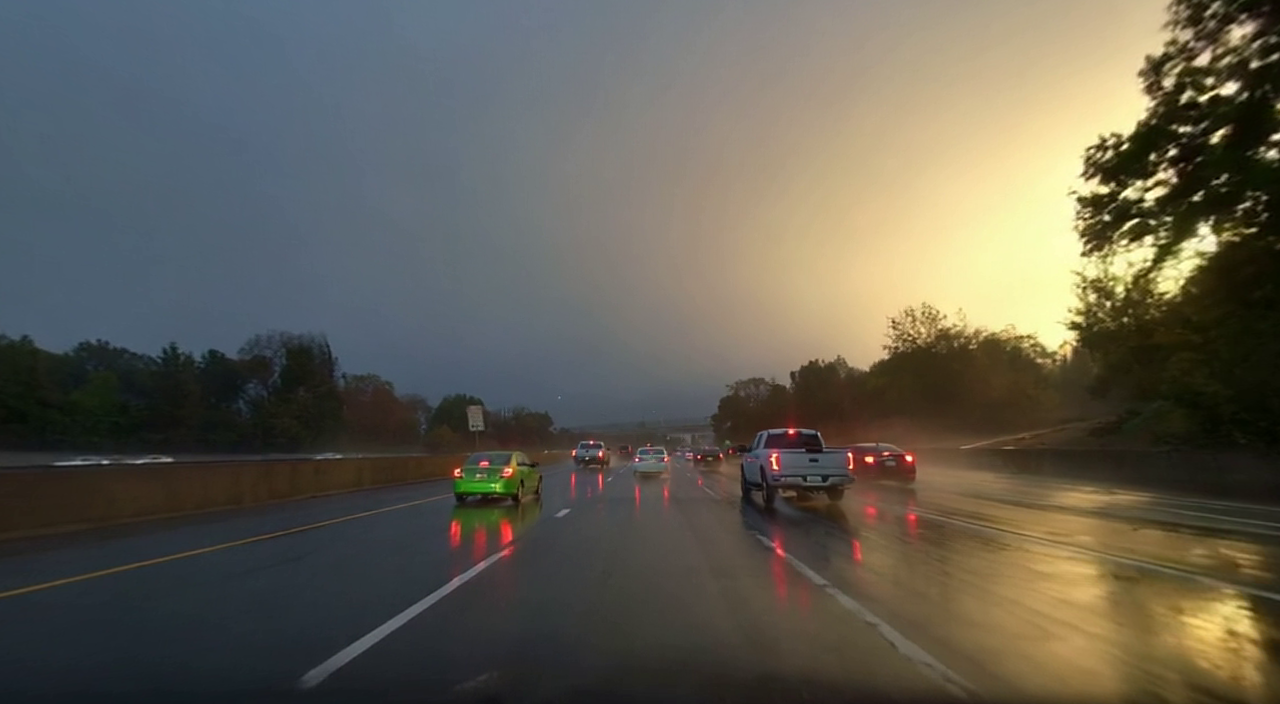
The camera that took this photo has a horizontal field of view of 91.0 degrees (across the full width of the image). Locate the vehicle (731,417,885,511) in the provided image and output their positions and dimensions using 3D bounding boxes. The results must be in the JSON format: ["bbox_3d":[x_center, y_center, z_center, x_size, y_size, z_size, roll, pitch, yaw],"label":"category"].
[{"bbox_3d":[3.921,2.765,16.011,2.340,1.925,5.529,0,-9,0],"label":"vehicle"}]

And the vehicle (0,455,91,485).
[{"bbox_3d":[-41.879,8.137,43.806,2.088,1.814,5.735,0,-9,1],"label":"vehicle"}]

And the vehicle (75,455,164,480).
[{"bbox_3d":[-37.724,8.386,45.844,1.903,1.606,5.214,0,-9,1],"label":"vehicle"}]

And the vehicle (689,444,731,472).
[{"bbox_3d":[4.404,6.745,40.378,2.145,1.636,4.437,0,-9,0],"label":"vehicle"}]

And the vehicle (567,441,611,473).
[{"bbox_3d":[-3.076,6.478,39.090,2.176,1.783,4.799,0,-9,1],"label":"vehicle"}]

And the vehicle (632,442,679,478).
[{"bbox_3d":[0.716,5.210,30.586,2.147,1.572,4.094,0,-9,0],"label":"vehicle"}]

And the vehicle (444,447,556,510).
[{"bbox_3d":[-3.564,3.287,16.884,1.947,1.424,4.264,0,-9,1],"label":"vehicle"}]
